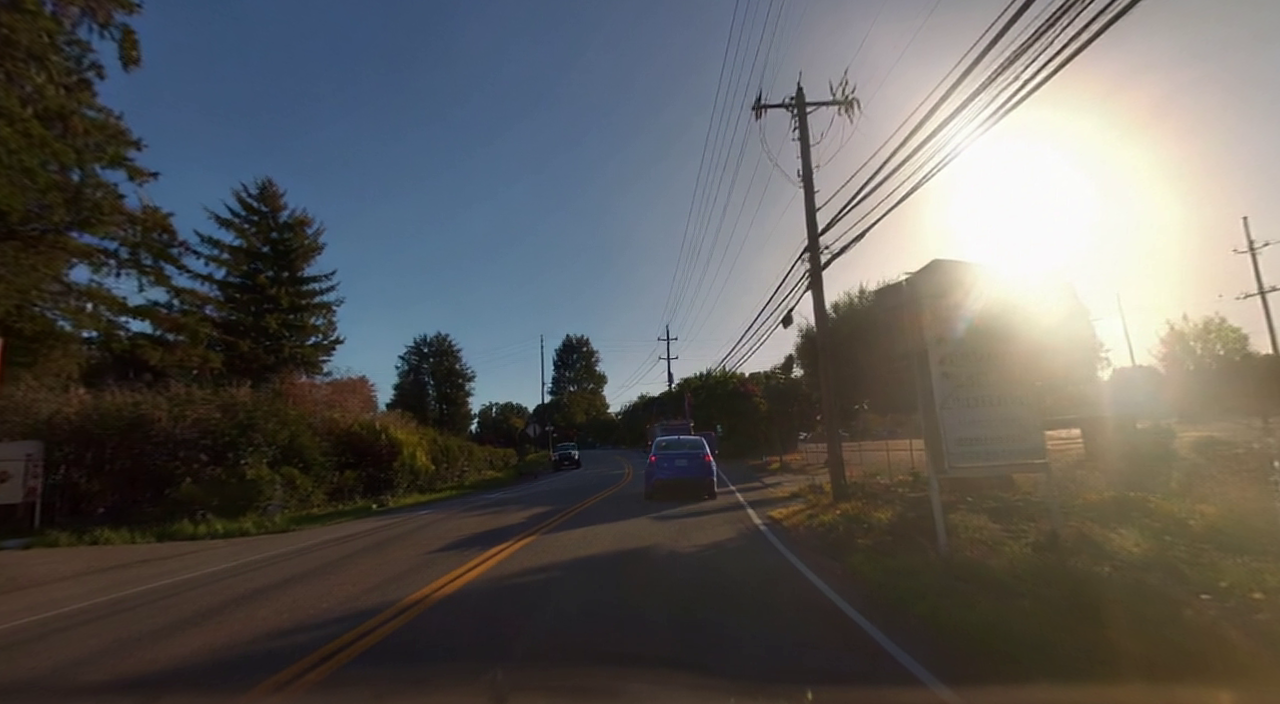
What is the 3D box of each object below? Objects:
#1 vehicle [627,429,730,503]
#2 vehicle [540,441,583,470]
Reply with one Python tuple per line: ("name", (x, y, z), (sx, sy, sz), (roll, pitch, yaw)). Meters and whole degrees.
("vehicle", (0.859, 2.617, 14.818), (2.081, 1.503, 3.726), (0, -8, 2))
("vehicle", (-5.874, 7.599, 46.502), (2.668, 1.981, 5.575), (2, -9, -12))
